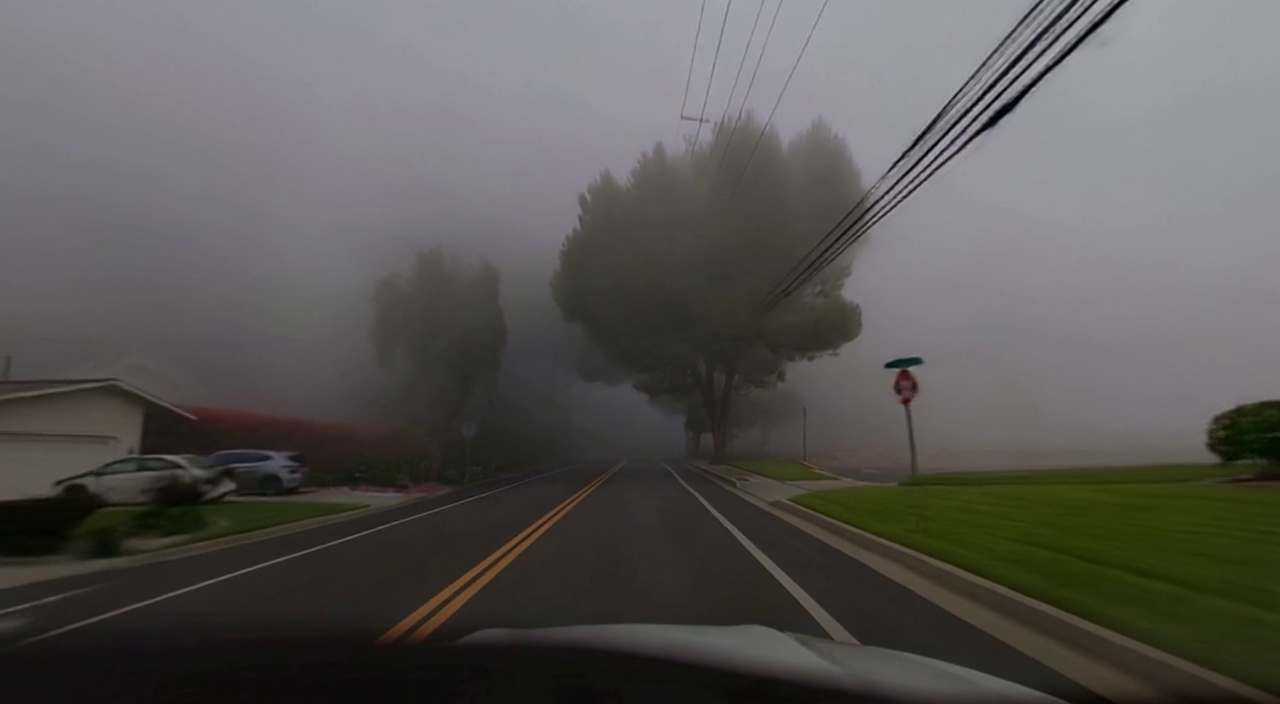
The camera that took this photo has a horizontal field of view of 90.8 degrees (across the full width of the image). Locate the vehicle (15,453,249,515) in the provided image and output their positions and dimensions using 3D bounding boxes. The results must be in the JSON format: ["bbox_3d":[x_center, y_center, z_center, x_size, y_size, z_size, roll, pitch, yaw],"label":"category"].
[{"bbox_3d":[-14.095,3.657,17.833,4.554,1.535,2.261,0,-8,-4],"label":"vehicle"}]
